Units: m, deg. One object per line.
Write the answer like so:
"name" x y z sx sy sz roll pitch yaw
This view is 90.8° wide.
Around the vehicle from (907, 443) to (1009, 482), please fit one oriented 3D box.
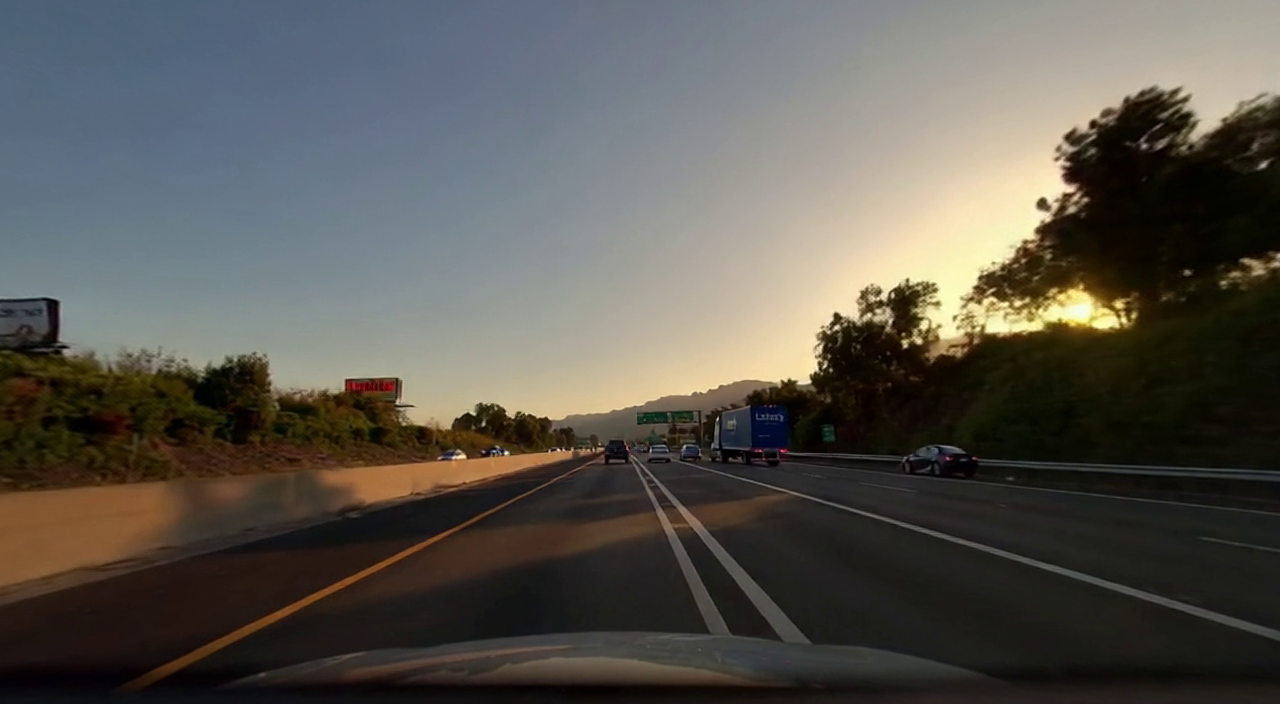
"vehicle" 13.199 4.577 26.552 1.862 1.462 4.459 0 -9 -2
